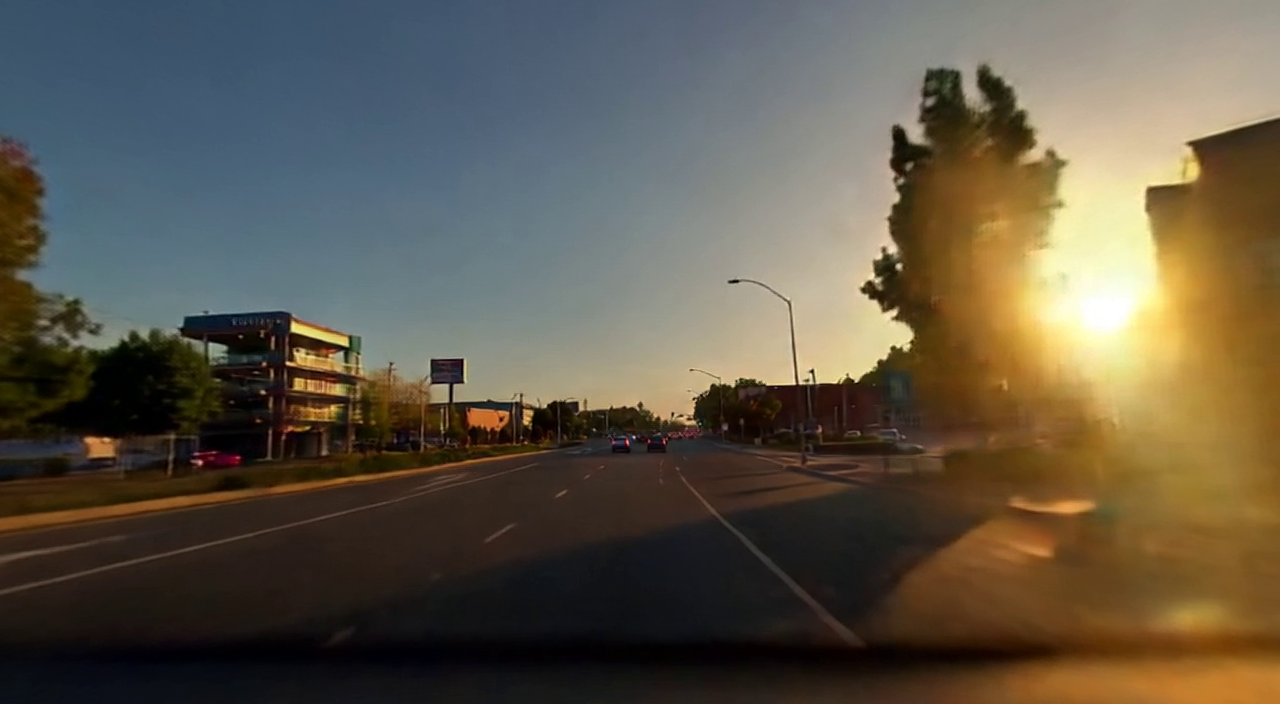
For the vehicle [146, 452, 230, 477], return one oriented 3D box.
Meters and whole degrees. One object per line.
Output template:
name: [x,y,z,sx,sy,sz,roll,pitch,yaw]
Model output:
vehicle: [-33.322,8.270,46.628,4.743,1.760,2.046,-1,-9,5]
